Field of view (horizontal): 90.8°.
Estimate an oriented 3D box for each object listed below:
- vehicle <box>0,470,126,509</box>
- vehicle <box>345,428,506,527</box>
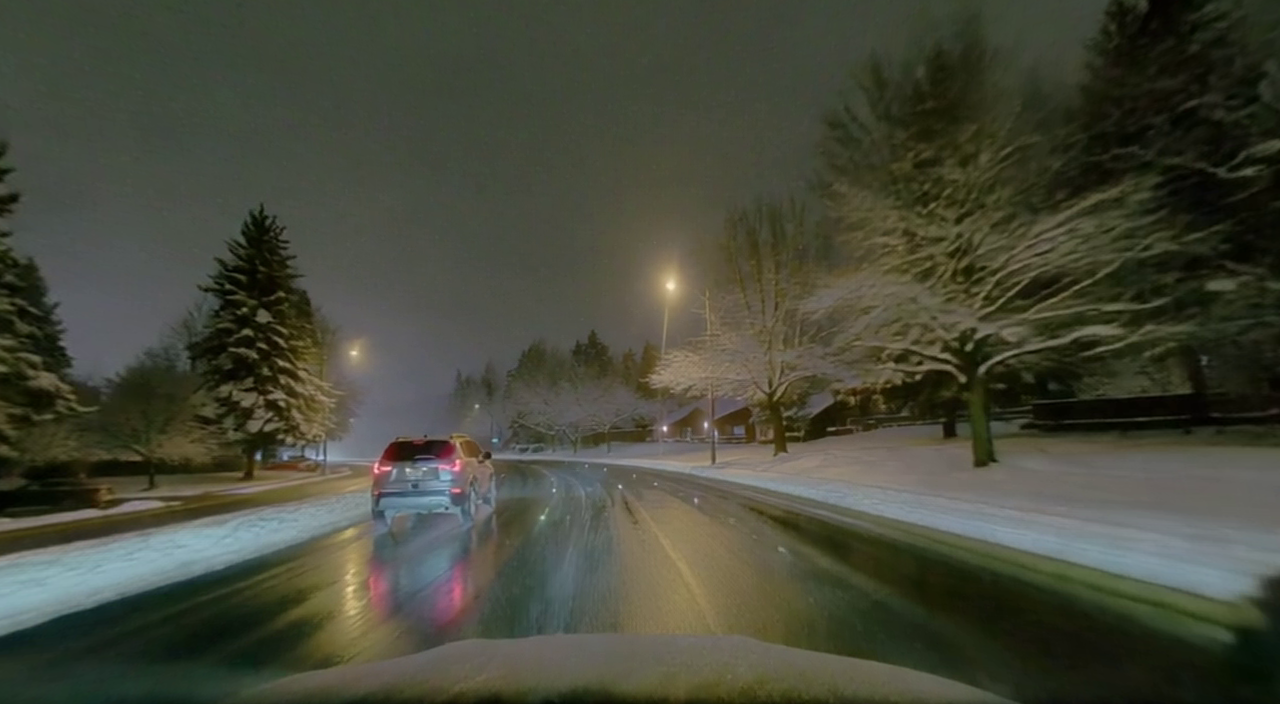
[{"bbox_3d":[-23.398,5.483,25.312,3.892,1.323,1.741,0,-7,-7],"label":"vehicle"},{"bbox_3d":[-4.376,2.625,13.773,2.175,1.772,4.442,0,-9,-4],"label":"vehicle"}]
